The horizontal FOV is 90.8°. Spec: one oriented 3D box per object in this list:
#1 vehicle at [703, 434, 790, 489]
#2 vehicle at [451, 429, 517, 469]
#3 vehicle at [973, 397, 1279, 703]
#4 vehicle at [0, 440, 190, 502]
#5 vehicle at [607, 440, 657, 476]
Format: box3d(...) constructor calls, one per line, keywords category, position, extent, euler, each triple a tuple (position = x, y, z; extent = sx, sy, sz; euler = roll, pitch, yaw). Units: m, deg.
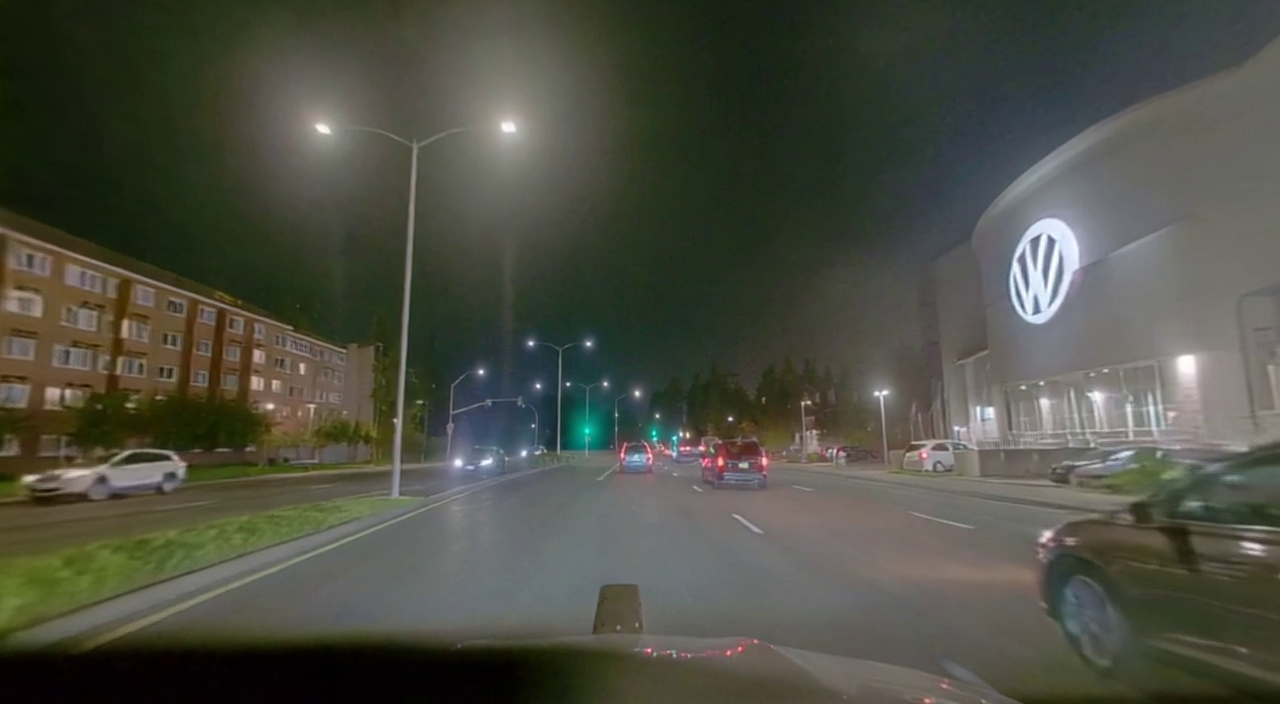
box3d(category="vehicle", position=(3.437, 3.628, 21.293), extent=(2.041, 1.611, 4.426), euler=(0, -8, -1))
box3d(category="vehicle", position=(-8.776, 5.543, 36.230), extent=(2.285, 2.106, 5.836), euler=(0, -8, 0))
box3d(category="vehicle", position=(3.531, 0.923, 2.390), extent=(1.953, 1.514, 4.672), euler=(0, -8, 0))
box3d(category="vehicle", position=(-16.159, 3.507, 19.097), extent=(1.920, 1.635, 4.261), euler=(0, -8, 0))
box3d(category="vehicle", position=(-0.390, 4.751, 28.559), extent=(2.095, 1.456, 3.873), euler=(0, -8, -1))
